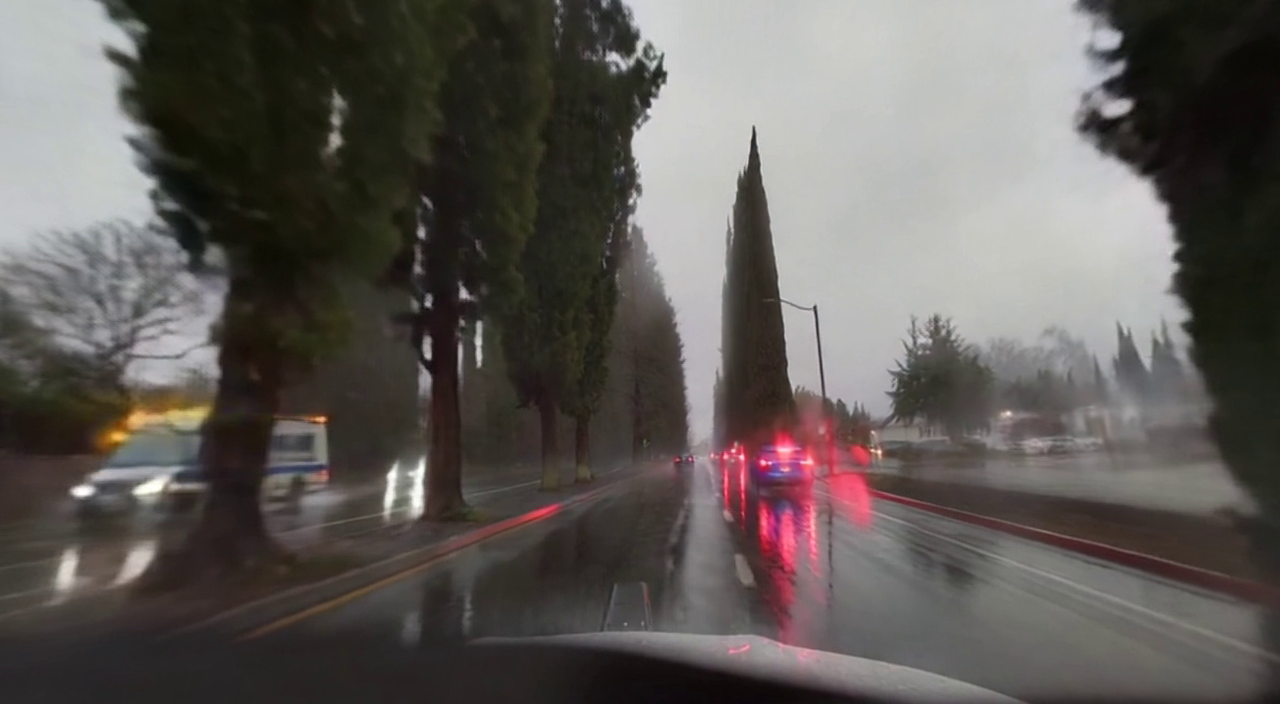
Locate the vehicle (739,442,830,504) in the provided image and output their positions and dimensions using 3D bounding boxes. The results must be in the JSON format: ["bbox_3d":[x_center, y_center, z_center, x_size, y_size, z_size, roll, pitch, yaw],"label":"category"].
[{"bbox_3d":[4.208,3.561,19.083,2.052,1.639,4.123,-1,-9,4],"label":"vehicle"}]

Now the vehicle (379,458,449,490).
[{"bbox_3d":[-12.191,6.583,34.312,1.874,1.521,4.244,-1,-9,6],"label":"vehicle"}]

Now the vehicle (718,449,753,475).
[{"bbox_3d":[6.540,7.524,43.380,2.110,1.666,3.912,-1,-9,5],"label":"vehicle"}]

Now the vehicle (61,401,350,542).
[{"bbox_3d":[-10.367,2.922,16.069,2.661,2.737,6.092,-4,-9,6],"label":"vehicle"}]
